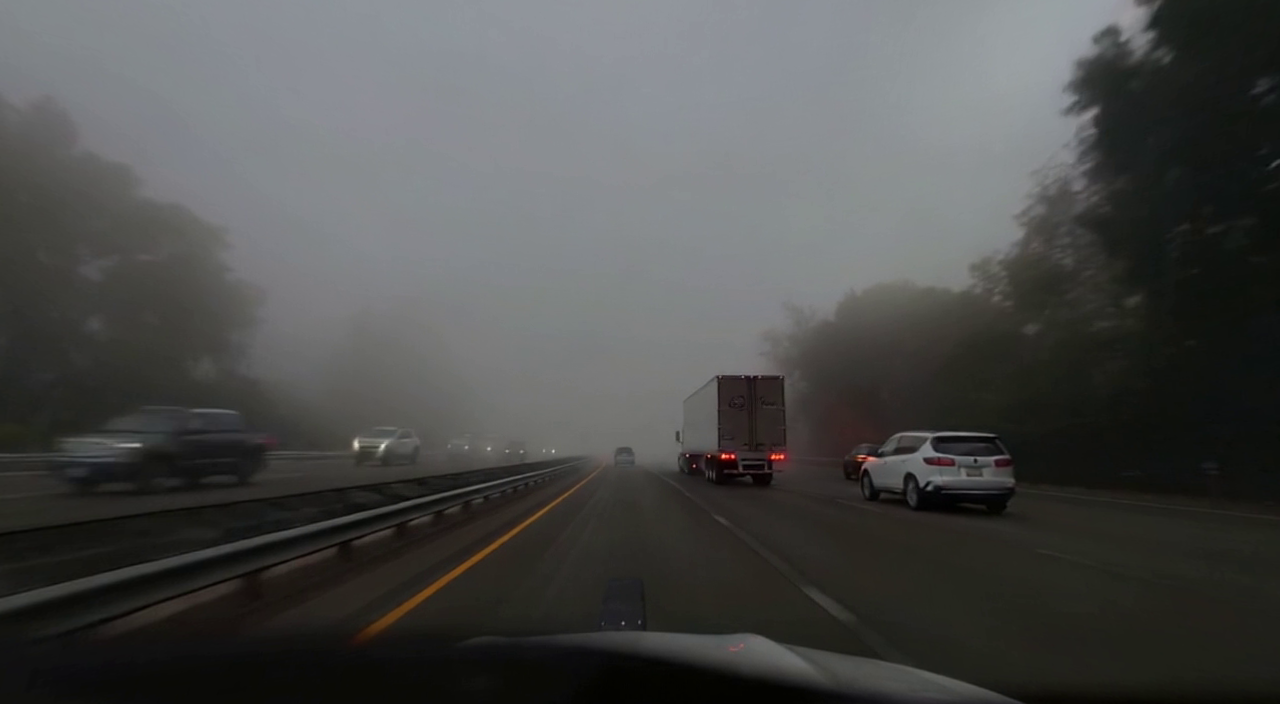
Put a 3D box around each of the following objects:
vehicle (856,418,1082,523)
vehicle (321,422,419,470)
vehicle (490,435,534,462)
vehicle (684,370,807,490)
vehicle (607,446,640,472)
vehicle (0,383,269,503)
[{"bbox_3d":[6.825,2.534,13.964,2.128,1.872,5.043,0,-9,-2],"label":"vehicle"},{"bbox_3d":[-12.204,4.351,29.025,2.154,2.002,5.366,0,-9,0],"label":"vehicle"},{"bbox_3d":[-9.341,7.103,46.398,2.221,1.825,4.781,0,-9,-1],"label":"vehicle"},{"bbox_3d":[4.000,3.686,28.140,2.890,4.006,14.039,0,-9,-1],"label":"vehicle"},{"bbox_3d":[-1.095,7.035,41.482,2.111,1.599,3.859,0,-9,-2],"label":"vehicle"},{"bbox_3d":[-8.712,1.577,10.814,2.011,1.632,4.371,0,-9,0],"label":"vehicle"}]
